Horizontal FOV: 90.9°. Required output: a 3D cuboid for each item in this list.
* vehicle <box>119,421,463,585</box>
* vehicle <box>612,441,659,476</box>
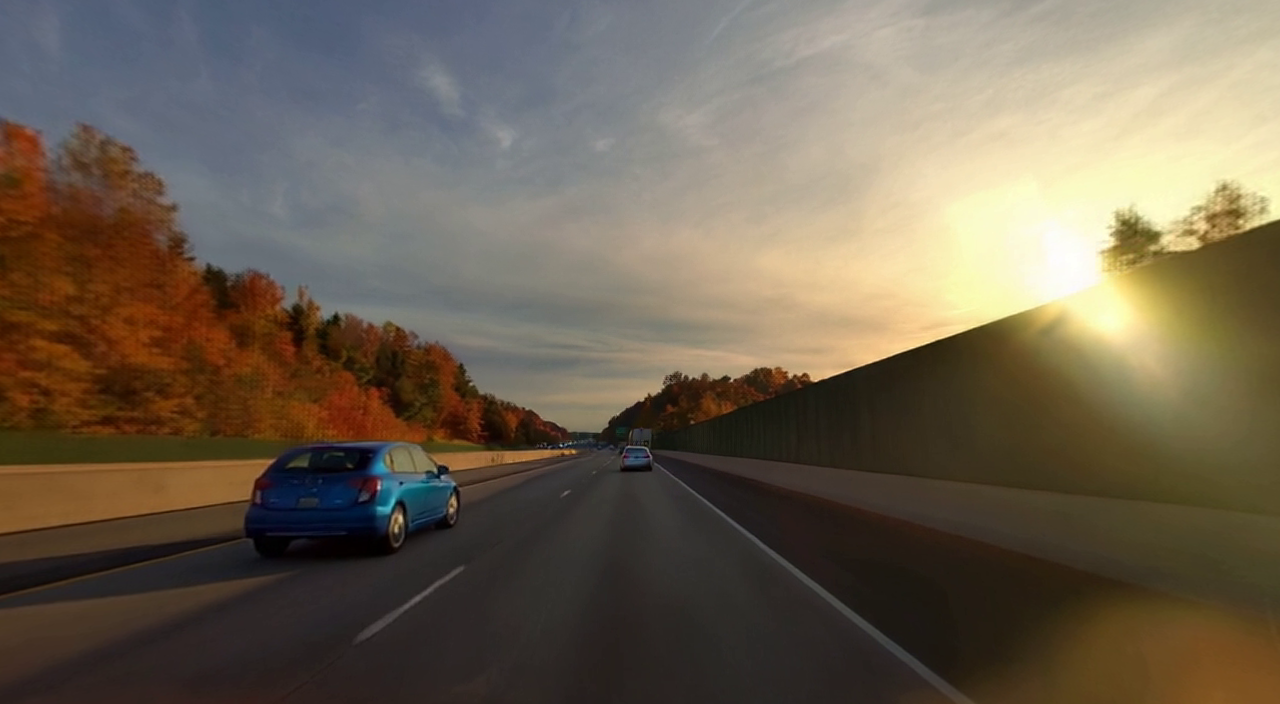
[{"bbox_3d":[-3.900,1.736,8.107,2.054,1.536,4.128,0,-8,0],"label":"vehicle"},{"bbox_3d":[-0.240,4.920,29.434,2.057,1.516,4.065,0,-8,-1],"label":"vehicle"}]
